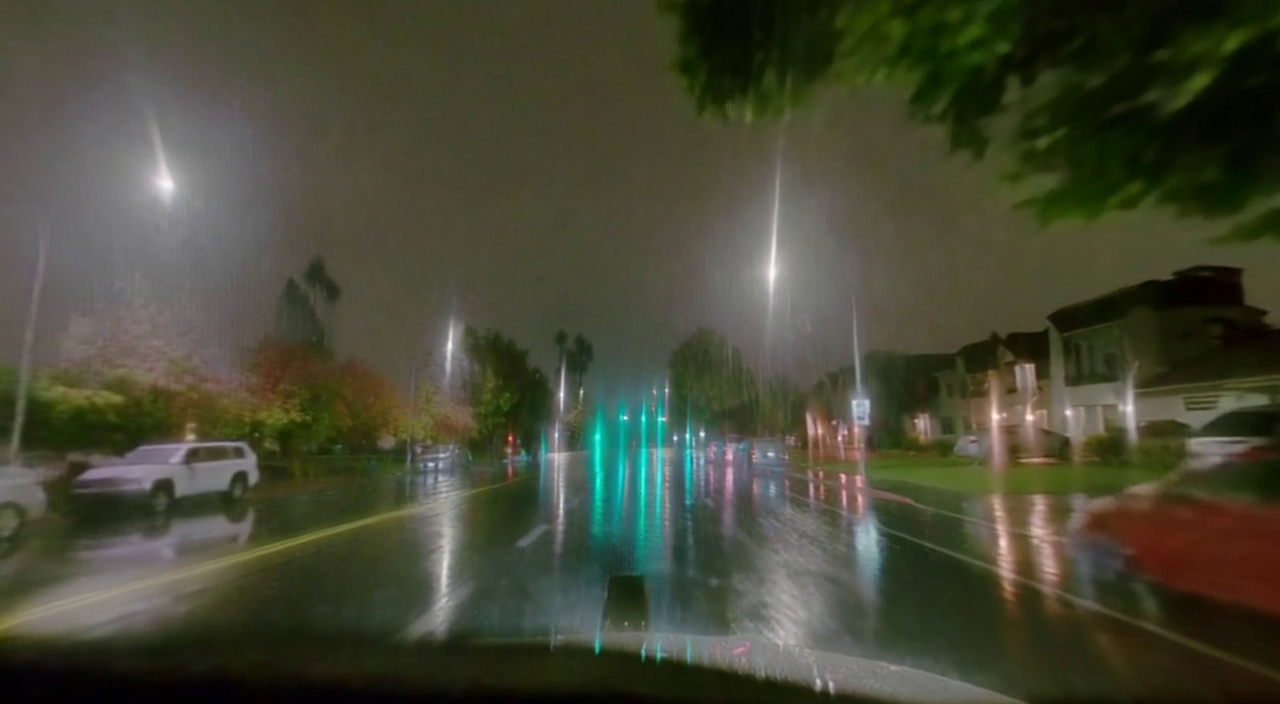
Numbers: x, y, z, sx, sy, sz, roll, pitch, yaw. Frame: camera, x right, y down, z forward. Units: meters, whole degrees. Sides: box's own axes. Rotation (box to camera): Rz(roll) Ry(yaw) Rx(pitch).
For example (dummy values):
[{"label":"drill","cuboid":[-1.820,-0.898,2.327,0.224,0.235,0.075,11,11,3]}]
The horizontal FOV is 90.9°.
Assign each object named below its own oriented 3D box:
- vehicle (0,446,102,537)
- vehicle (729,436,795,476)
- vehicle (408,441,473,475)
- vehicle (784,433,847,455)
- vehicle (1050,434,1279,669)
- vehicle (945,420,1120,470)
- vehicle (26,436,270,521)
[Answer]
[{"label":"vehicle","cuboid":[-12.046,2.429,10.563,1.940,1.496,4.654,-2,-7,0]},{"label":"vehicle","cuboid":[5.232,4.522,27.676,1.885,1.603,5.235,0,-8,1]},{"label":"vehicle","cuboid":[-11.489,6.082,36.614,2.054,1.704,4.710,-3,-8,3]},{"label":"vehicle","cuboid":[13.856,7.302,49.870,4.317,1.595,2.095,1,-9,0]},{"label":"vehicle","cuboid":[5.037,1.236,3.891,2.059,1.449,4.168,0,-10,-2]},{"label":"vehicle","cuboid":[14.189,3.375,23.027,4.902,1.667,2.162,-1,-8,0]},{"label":"vehicle","cuboid":[-12.000,3.062,15.971,2.228,1.766,4.770,1,-8,1]}]
